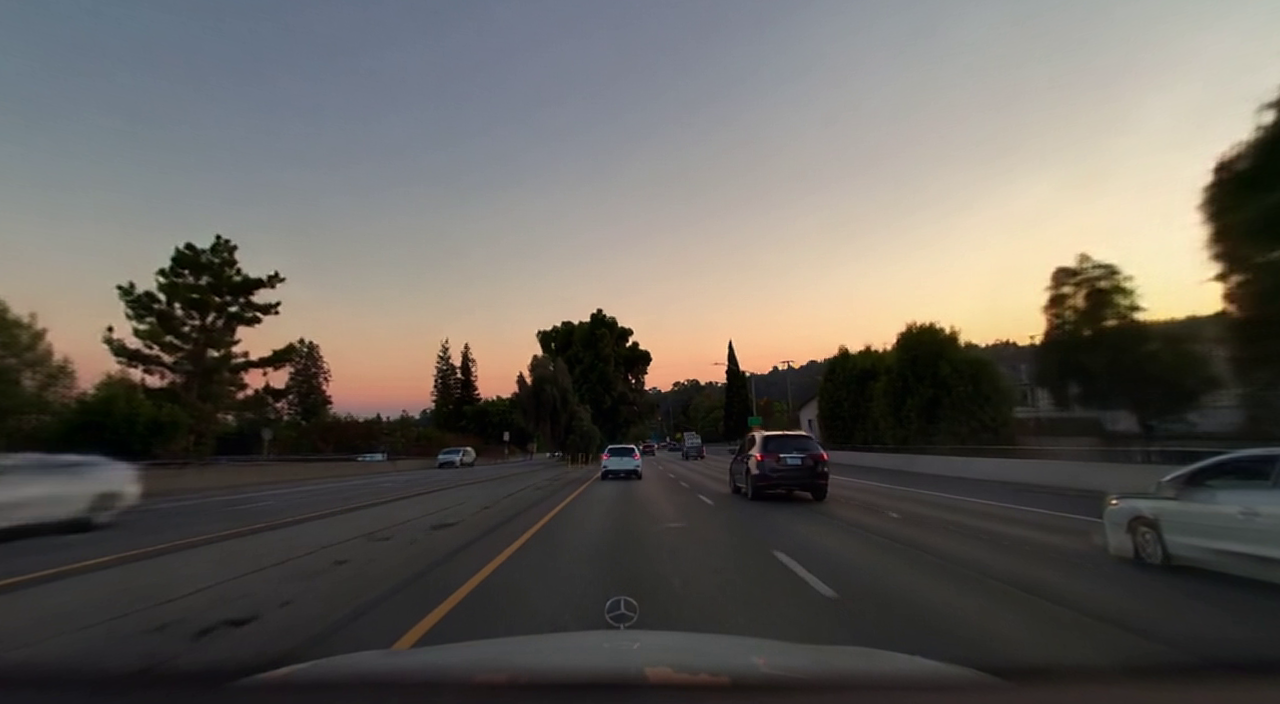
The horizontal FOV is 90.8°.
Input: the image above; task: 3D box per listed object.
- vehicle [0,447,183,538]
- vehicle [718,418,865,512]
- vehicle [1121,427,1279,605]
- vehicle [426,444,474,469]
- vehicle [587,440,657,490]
[{"bbox_3d":[-11.464,2.569,12.151,2.022,1.447,4.427,0,-8,0],"label":"vehicle"},{"bbox_3d":[3.288,2.576,14.848,2.186,1.842,4.553,0,-8,-2],"label":"vehicle"},{"bbox_3d":[6.556,1.259,4.550,2.434,1.467,4.726,0,-8,-1],"label":"vehicle"},{"bbox_3d":[-14.542,8.025,48.678,2.178,1.793,4.921,0,-8,0],"label":"vehicle"},{"bbox_3d":[-0.540,3.585,20.448,2.040,1.451,3.736,0,-8,0],"label":"vehicle"}]
